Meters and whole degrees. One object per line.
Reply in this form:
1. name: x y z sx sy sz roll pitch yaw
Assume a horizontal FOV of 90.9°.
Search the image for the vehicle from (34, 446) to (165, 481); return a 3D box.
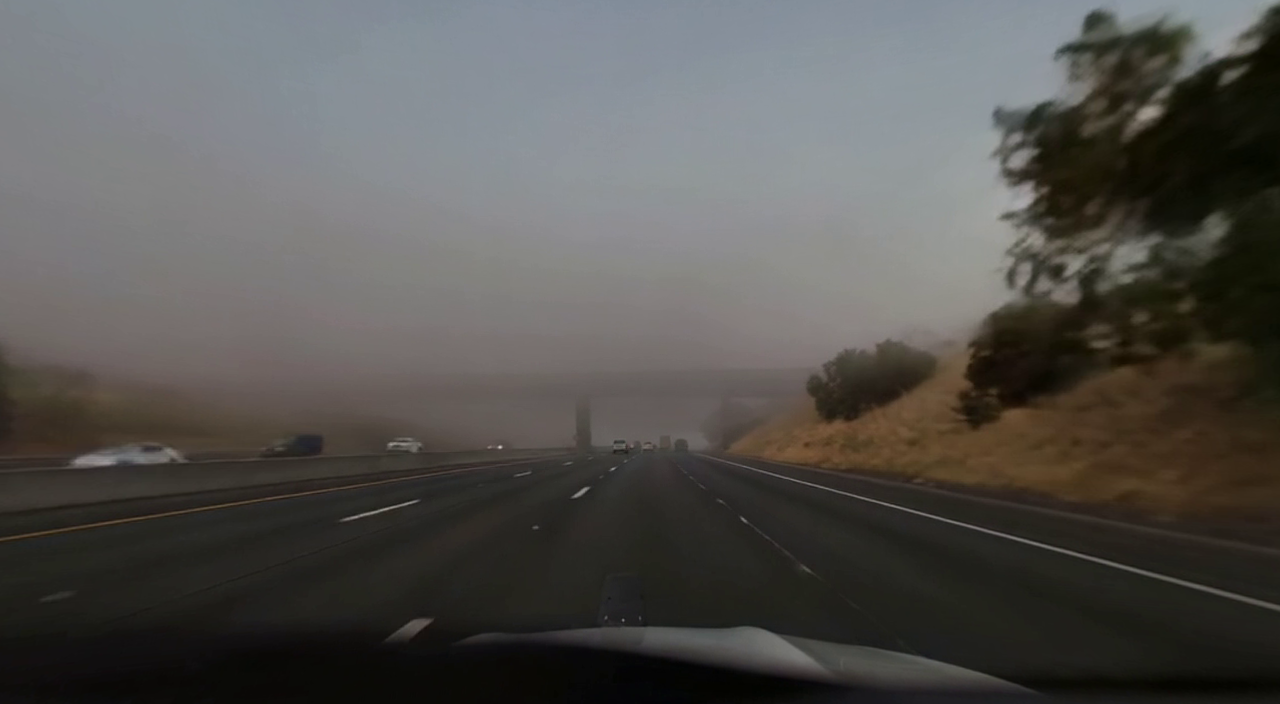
1. vehicle: -24.256 4.997 28.556 1.869 1.454 4.509 0 -9 1
